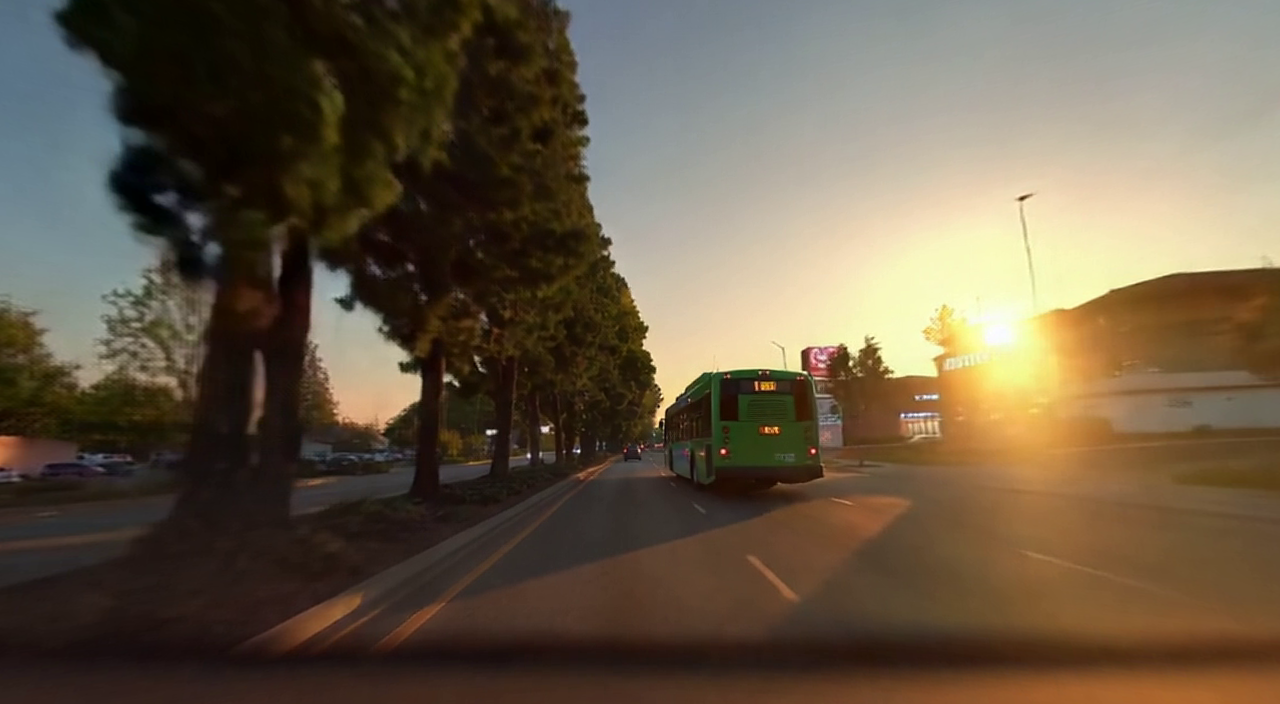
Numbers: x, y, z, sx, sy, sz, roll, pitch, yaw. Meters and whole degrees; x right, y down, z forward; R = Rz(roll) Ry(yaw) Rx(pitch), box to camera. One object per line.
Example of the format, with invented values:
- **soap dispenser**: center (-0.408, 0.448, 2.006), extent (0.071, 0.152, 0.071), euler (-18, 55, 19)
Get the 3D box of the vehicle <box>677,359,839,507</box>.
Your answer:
- **vehicle**: center (2.907, 2.478, 18.808), extent (2.766, 3.306, 9.281), euler (0, -8, -2)
